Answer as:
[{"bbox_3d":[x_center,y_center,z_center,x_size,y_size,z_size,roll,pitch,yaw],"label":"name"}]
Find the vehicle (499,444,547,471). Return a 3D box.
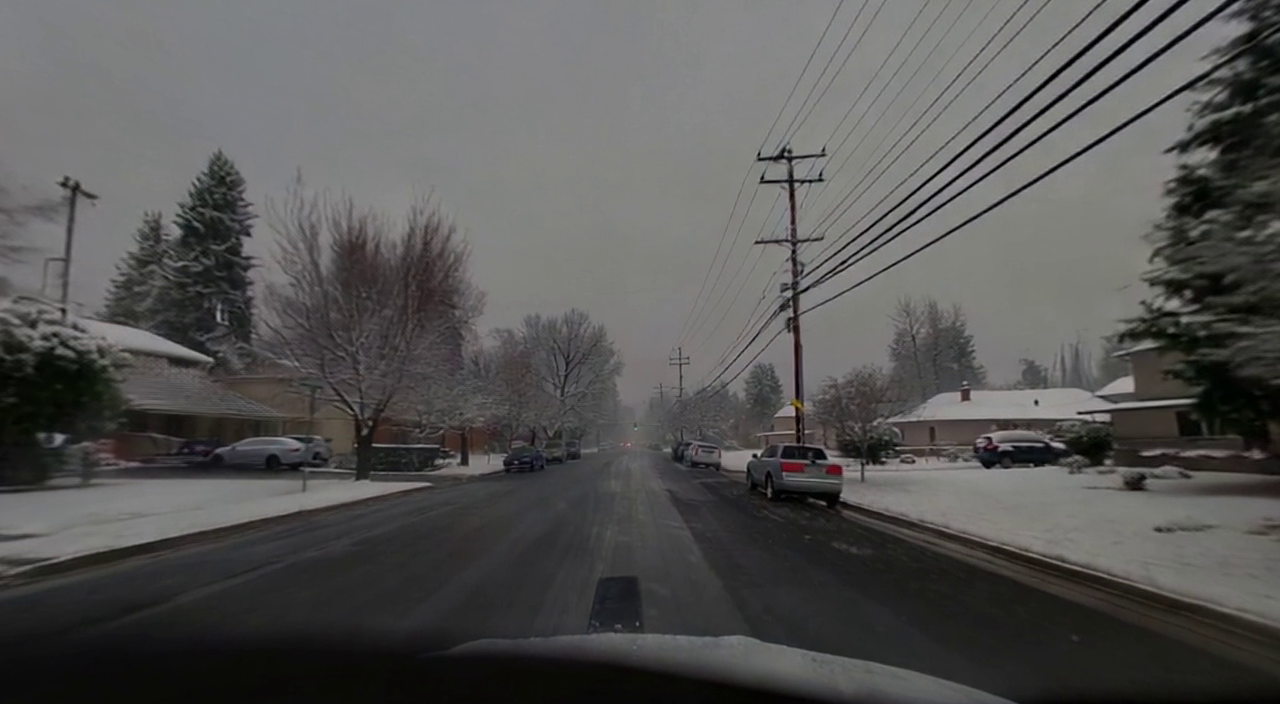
[{"bbox_3d":[-6.653,6.043,36.384,2.031,1.454,4.410,0,-9,-1],"label":"vehicle"}]

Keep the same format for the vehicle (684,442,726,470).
[{"bbox_3d":[3.480,5.660,34.479,1.763,1.432,4.323,0,-9,-1],"label":"vehicle"}]

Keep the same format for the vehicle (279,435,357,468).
[{"bbox_3d":[-18.021,5.600,35.607,1.925,1.750,4.489,0,-9,1],"label":"vehicle"}]

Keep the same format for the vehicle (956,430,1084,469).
[{"bbox_3d":[16.664,4.301,27.886,4.355,1.674,1.914,0,-9,0],"label":"vehicle"}]

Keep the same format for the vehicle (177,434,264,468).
[{"bbox_3d":[-23.277,5.530,35.280,1.879,1.761,4.199,0,-9,1],"label":"vehicle"}]

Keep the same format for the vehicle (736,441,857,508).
[{"bbox_3d":[3.710,2.977,15.790,1.782,1.439,4.037,1,-9,-3],"label":"vehicle"}]

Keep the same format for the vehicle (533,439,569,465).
[{"bbox_3d":[-6.570,7.442,47.145,2.031,1.799,4.587,0,-9,-1],"label":"vehicle"}]

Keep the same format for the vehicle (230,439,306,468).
[{"bbox_3d":[-20.418,5.613,34.908,1.791,1.500,3.846,0,-9,1],"label":"vehicle"}]
